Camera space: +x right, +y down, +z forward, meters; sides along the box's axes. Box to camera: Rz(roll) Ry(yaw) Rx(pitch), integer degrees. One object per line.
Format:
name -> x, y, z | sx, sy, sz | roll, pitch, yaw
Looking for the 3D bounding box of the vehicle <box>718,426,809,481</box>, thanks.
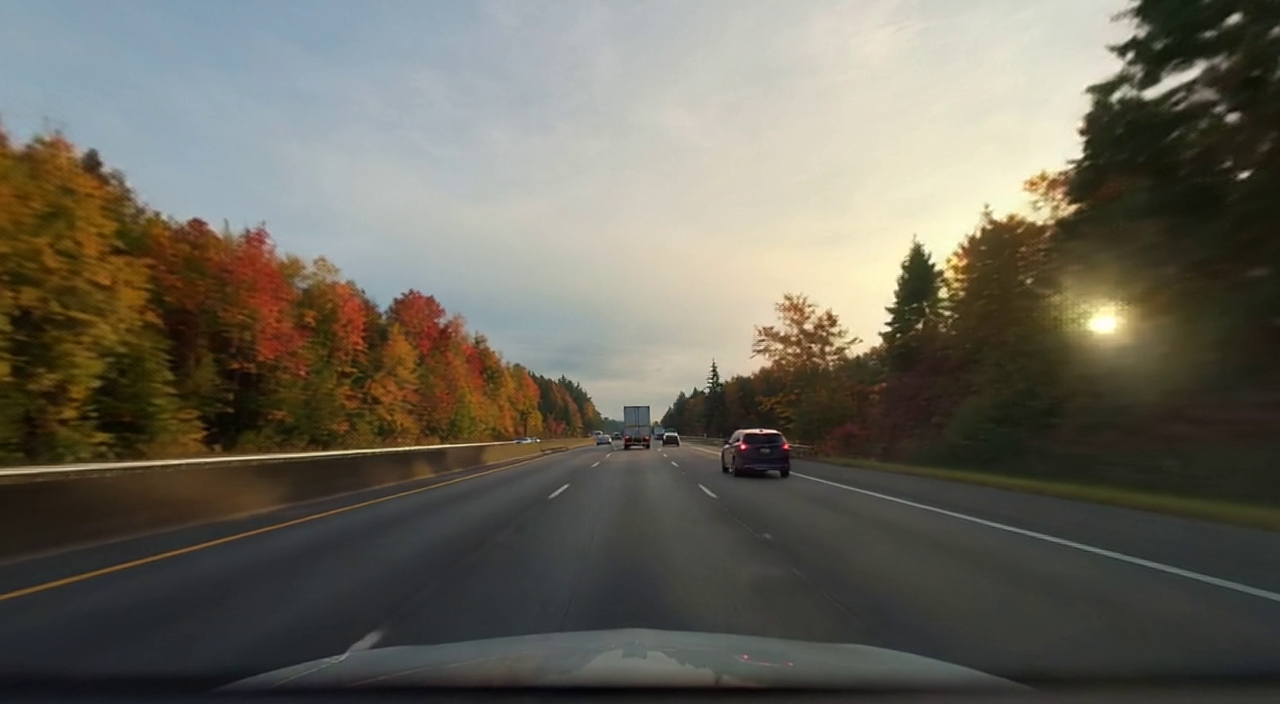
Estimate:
vehicle -> 3.662, 3.086, 19.421 | 1.882, 1.492, 3.958 | 0, -8, -2
